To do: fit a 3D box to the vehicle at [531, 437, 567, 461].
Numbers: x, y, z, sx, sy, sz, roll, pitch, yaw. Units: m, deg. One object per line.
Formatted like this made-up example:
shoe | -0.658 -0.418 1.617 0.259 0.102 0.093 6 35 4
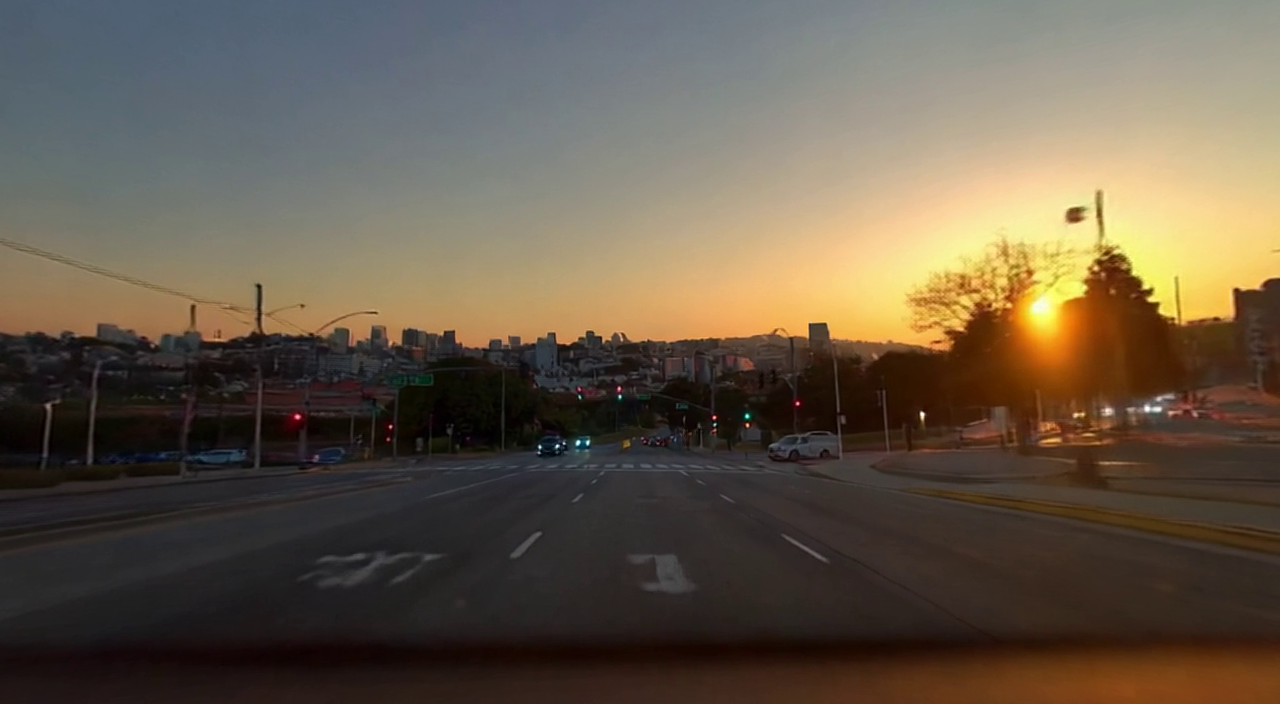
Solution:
vehicle | -6.889 7.399 48.420 2.074 1.692 4.333 -1 -8 0
